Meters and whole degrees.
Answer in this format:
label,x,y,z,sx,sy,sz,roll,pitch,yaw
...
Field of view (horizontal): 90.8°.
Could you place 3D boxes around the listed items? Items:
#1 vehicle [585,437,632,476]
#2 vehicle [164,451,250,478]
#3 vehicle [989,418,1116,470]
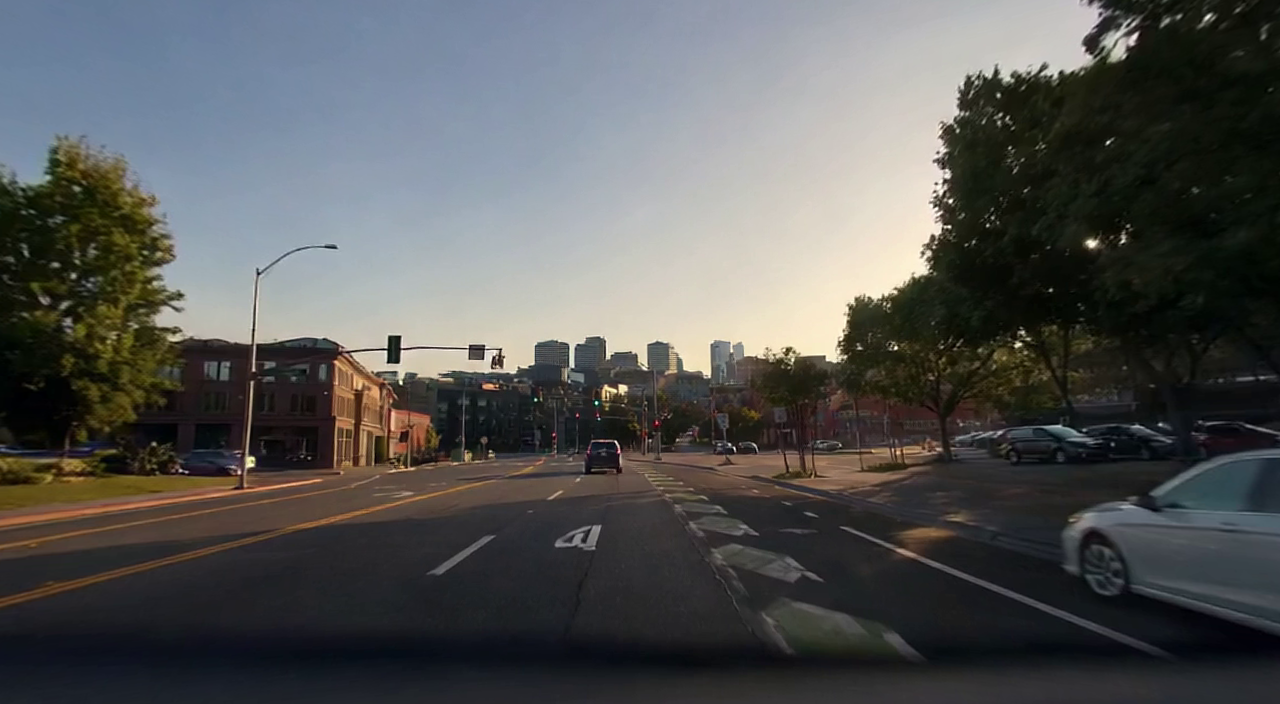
label,x,y,z,sx,sy,sz,roll,pitch,yaw
vehicle,-1.640,5.304,32.389,2.230,1.827,4.298,0,-8,-3
vehicle,-26.311,6.835,38.631,1.876,1.503,4.910,0,-8,-1
vehicle,14.485,3.287,22.497,1.858,1.681,3.860,0,-8,0
